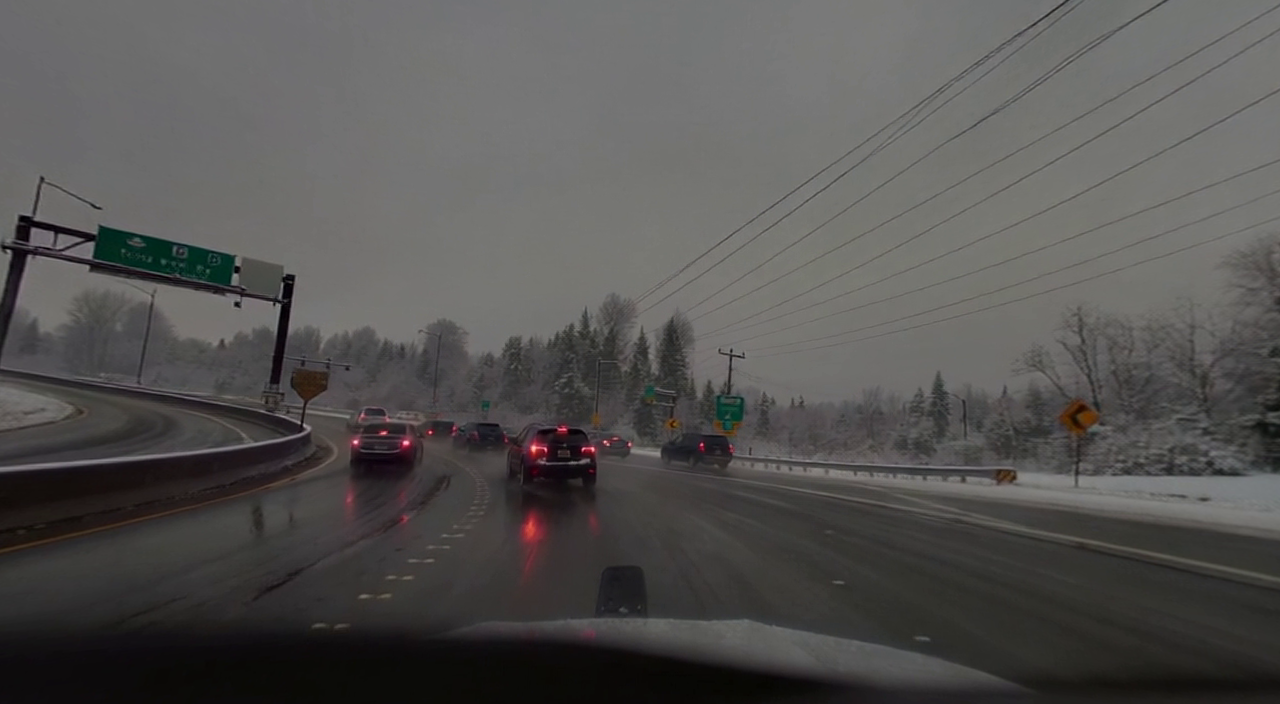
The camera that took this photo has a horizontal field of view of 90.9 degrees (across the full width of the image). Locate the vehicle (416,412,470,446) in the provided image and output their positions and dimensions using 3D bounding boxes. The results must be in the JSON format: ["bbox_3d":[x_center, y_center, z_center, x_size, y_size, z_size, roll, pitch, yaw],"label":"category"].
[{"bbox_3d":[-11.638,4.595,37.065,2.042,1.817,4.650,5,-10,-29],"label":"vehicle"}]

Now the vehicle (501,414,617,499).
[{"bbox_3d":[-2.107,2.476,15.287,2.140,1.724,4.304,2,-9,-16],"label":"vehicle"}]

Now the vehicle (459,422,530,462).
[{"bbox_3d":[-6.018,3.695,25.734,1.832,1.473,4.364,4,-9,-26],"label":"vehicle"}]

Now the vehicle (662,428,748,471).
[{"bbox_3d":[2.896,4.528,29.312,2.079,1.807,4.682,3,-9,-20],"label":"vehicle"}]

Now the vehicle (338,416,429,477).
[{"bbox_3d":[-7.198,2.713,18.159,2.033,1.501,4.623,3,-9,-18],"label":"vehicle"}]
